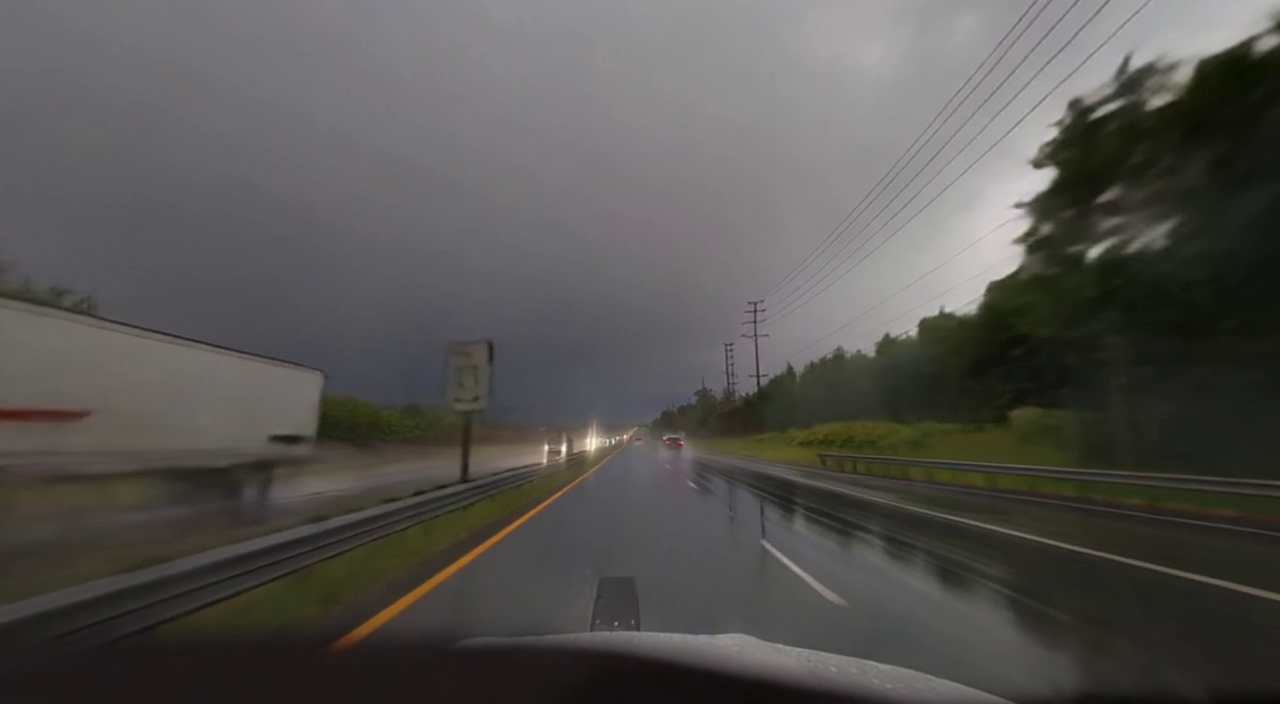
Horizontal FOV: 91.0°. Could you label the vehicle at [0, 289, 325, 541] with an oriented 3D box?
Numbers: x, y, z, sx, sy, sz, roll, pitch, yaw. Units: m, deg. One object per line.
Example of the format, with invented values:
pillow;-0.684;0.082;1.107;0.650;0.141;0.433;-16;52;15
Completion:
vehicle;-11.894;1.526;13.674;2.937;4.068;14.080;0;-8;0
